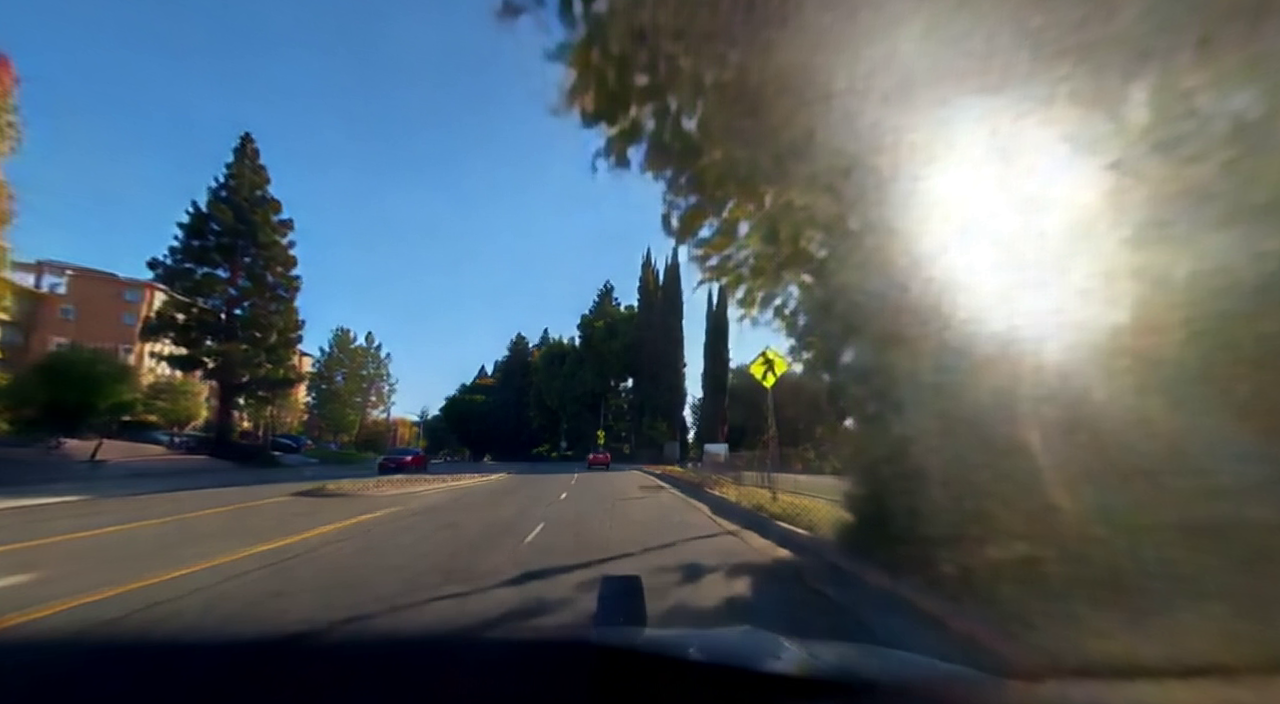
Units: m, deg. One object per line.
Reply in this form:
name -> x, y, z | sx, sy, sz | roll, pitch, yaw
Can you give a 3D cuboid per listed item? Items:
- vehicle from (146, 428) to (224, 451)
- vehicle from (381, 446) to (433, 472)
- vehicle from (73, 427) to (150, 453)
vehicle -> -34.847, 6.738, 48.457 | 4.506, 1.654, 2.239 | -2, -10, 11
vehicle -> -14.279, 6.573, 38.951 | 1.793, 1.486, 4.048 | 0, -9, -2
vehicle -> -35.945, 6.003, 42.979 | 4.083, 1.464, 1.747 | -2, -16, 15
